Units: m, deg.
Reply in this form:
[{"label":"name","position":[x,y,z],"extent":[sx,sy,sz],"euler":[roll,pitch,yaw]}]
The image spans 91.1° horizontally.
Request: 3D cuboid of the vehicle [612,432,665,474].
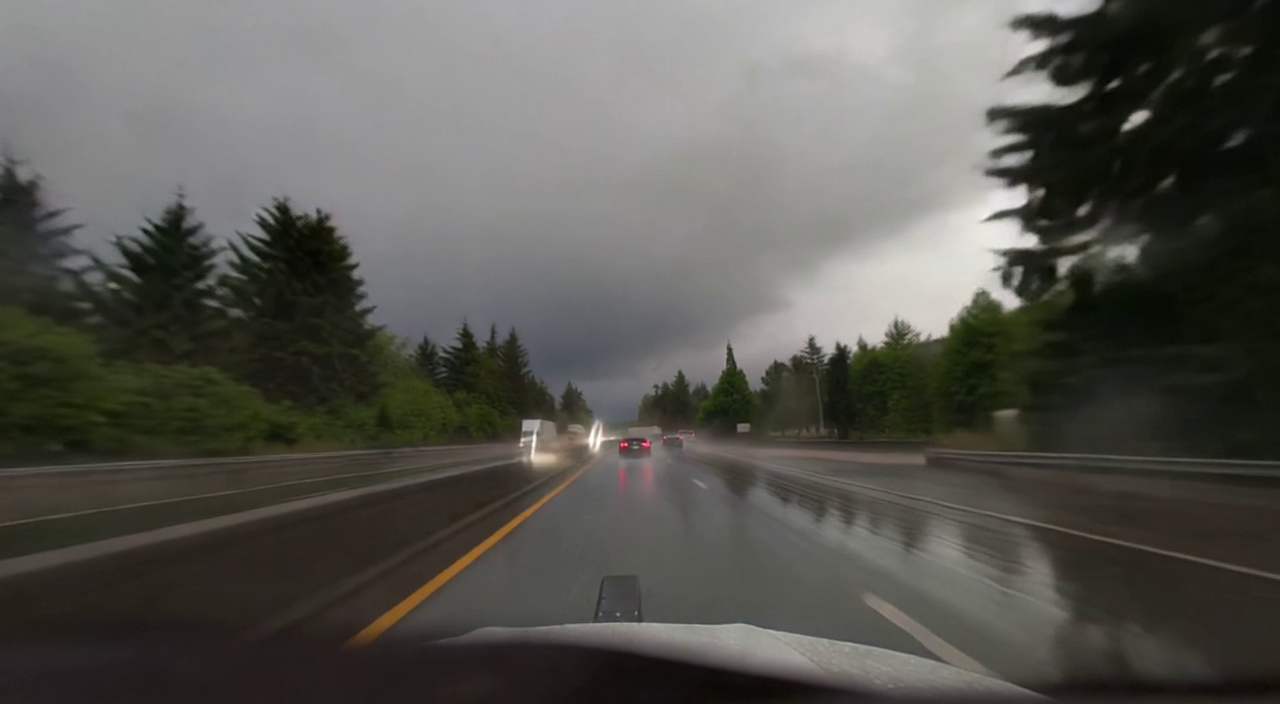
[{"label":"vehicle","position":[-0.088,3.856,24.276],"extent":[1.897,1.479,3.724],"euler":[0,-8,-1]}]
